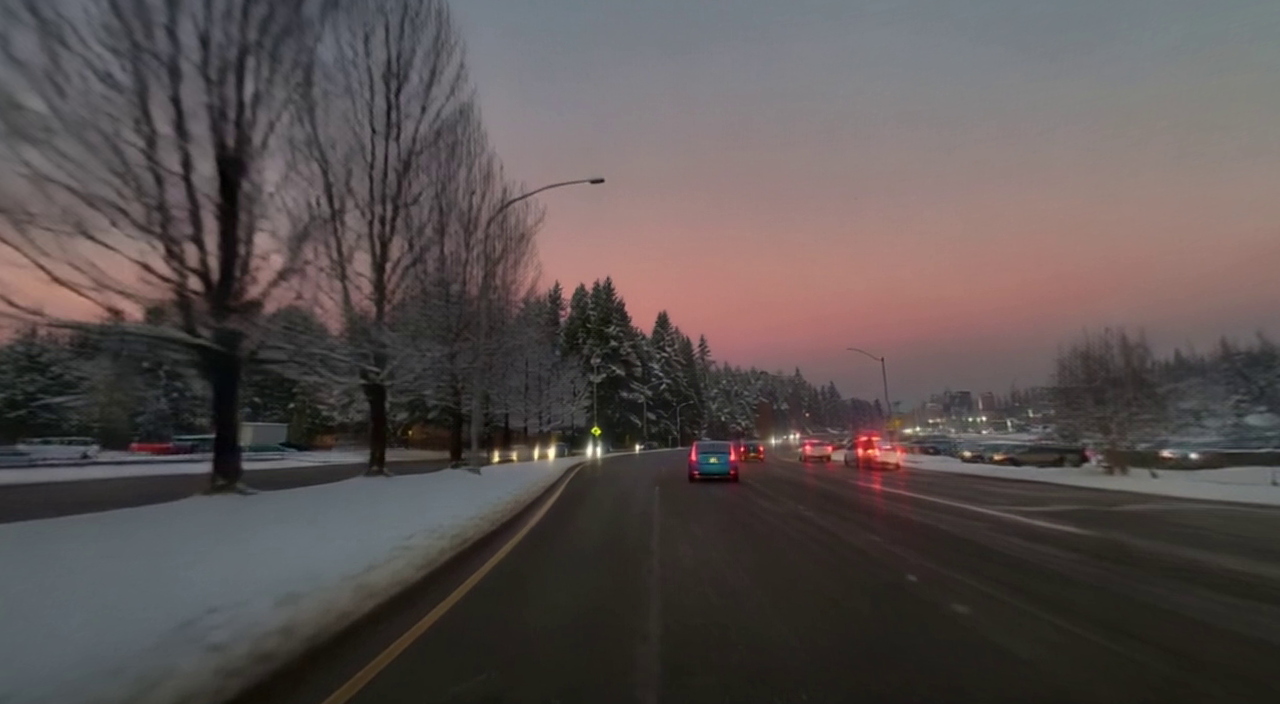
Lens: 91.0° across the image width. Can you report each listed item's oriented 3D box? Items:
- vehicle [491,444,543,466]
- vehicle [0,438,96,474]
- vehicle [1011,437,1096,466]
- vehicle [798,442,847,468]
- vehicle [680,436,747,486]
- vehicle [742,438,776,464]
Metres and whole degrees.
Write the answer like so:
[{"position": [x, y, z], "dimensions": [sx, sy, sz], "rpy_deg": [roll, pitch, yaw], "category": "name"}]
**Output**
[{"position": [-8.115, 6.823, 41.826], "dimensions": [2.089, 1.400, 4.467], "rpy_deg": [-1, -8, 7], "category": "vehicle"}, {"position": [-36.759, 6.413, 39.189], "dimensions": [2.208, 2.008, 5.391], "rpy_deg": [2, -9, -17], "category": "vehicle"}, {"position": [27.528, 6.590, 41.894], "dimensions": [4.719, 1.851, 1.920], "rpy_deg": [2, -8, -14], "category": "vehicle"}, {"position": [10.881, 6.161, 37.815], "dimensions": [1.928, 1.488, 4.361], "rpy_deg": [-1, -8, 4], "category": "vehicle"}, {"position": [2.531, 3.867, 22.708], "dimensions": [2.145, 1.603, 4.369], "rpy_deg": [-1, -8, 3], "category": "vehicle"}, {"position": [8.463, 7.087, 45.157], "dimensions": [1.976, 1.796, 4.159], "rpy_deg": [-1, -8, 5], "category": "vehicle"}]
